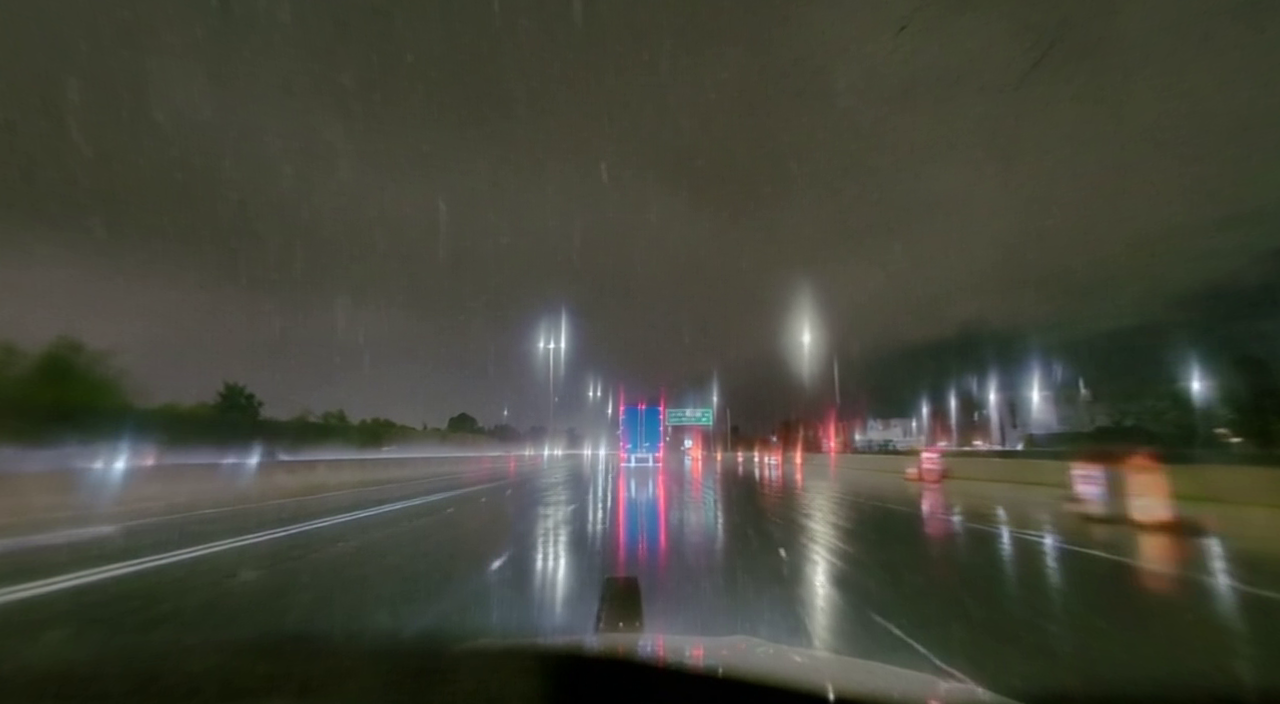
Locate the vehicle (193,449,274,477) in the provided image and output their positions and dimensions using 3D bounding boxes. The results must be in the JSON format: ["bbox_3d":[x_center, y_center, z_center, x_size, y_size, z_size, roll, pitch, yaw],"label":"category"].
[{"bbox_3d":[-26.948,7.341,41.953,2.117,1.685,4.810,0,-9,1],"label":"vehicle"}]
